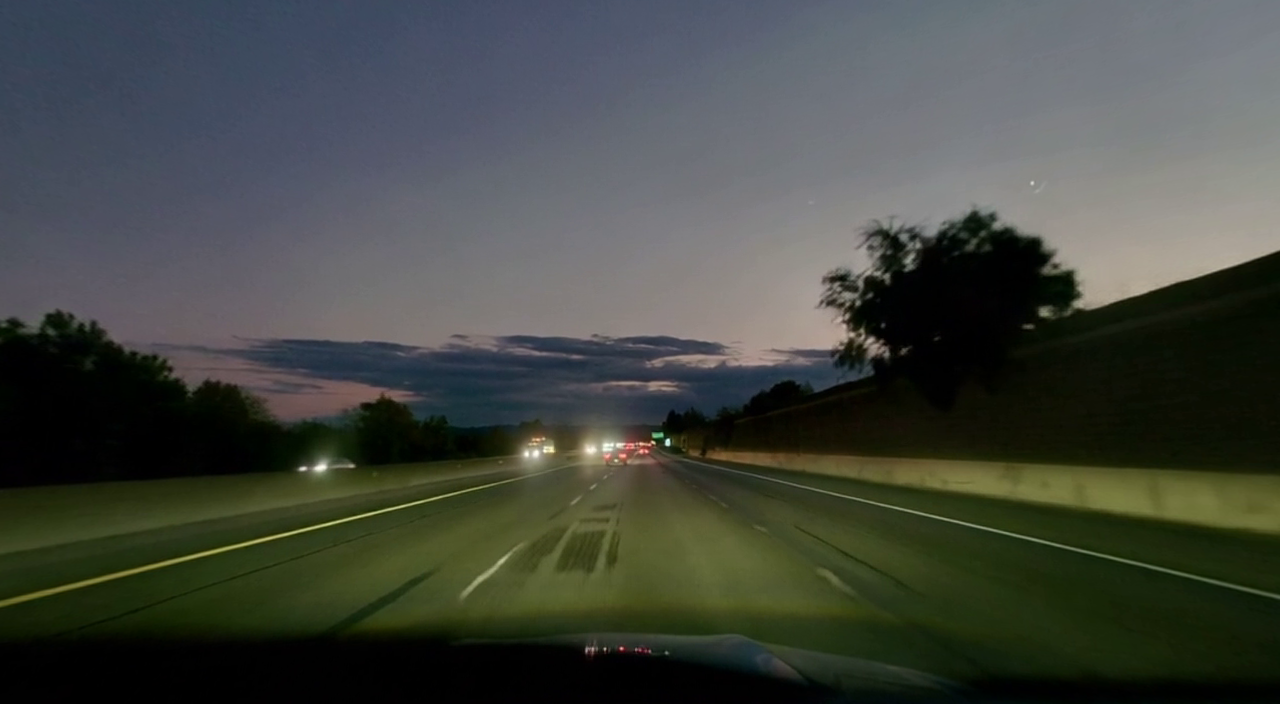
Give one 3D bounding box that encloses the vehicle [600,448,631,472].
[{"bbox_3d":[-1.574,7.195,42.194,1.873,1.529,3.953,0,-9,1],"label":"vehicle"}]
